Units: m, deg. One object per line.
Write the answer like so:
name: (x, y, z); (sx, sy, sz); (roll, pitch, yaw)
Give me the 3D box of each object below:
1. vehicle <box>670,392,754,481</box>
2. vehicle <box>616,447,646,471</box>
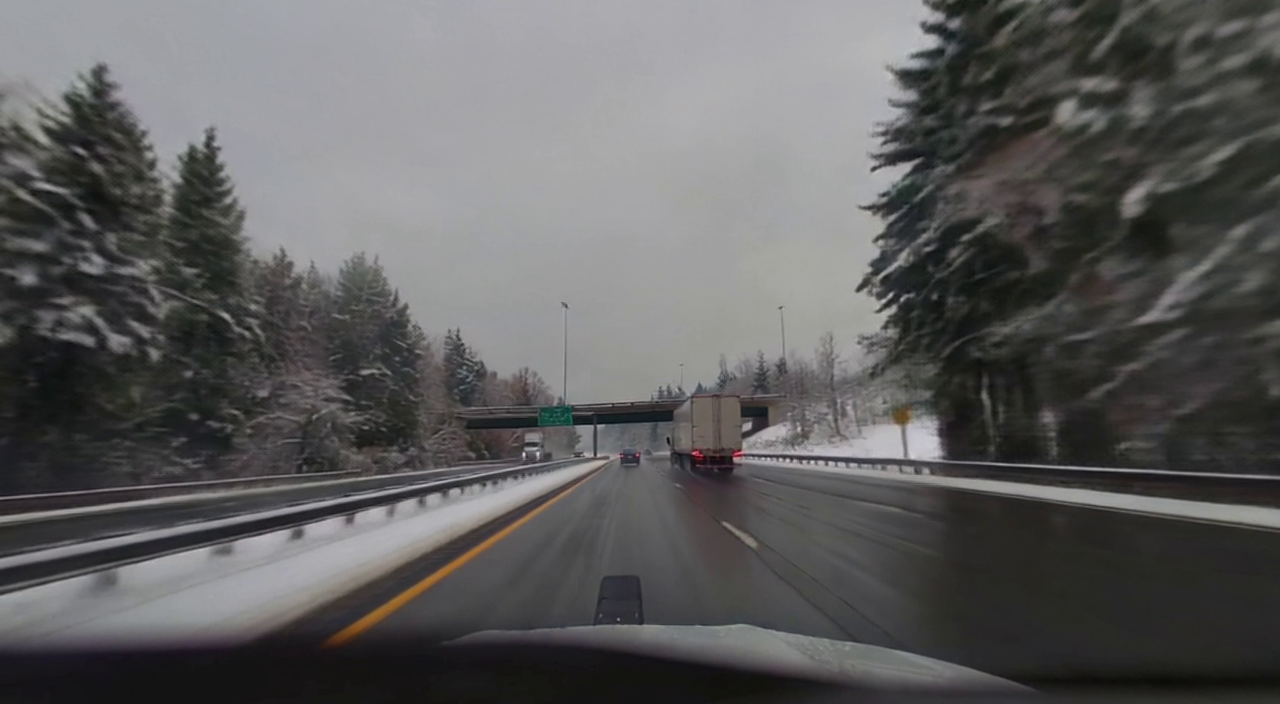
vehicle: (3.842, 5.226, 37.830); (2.956, 4.281, 14.327); (0, -9, -2)
vehicle: (-0.593, 7.149, 42.027); (1.961, 1.454, 3.755); (0, -9, -1)
